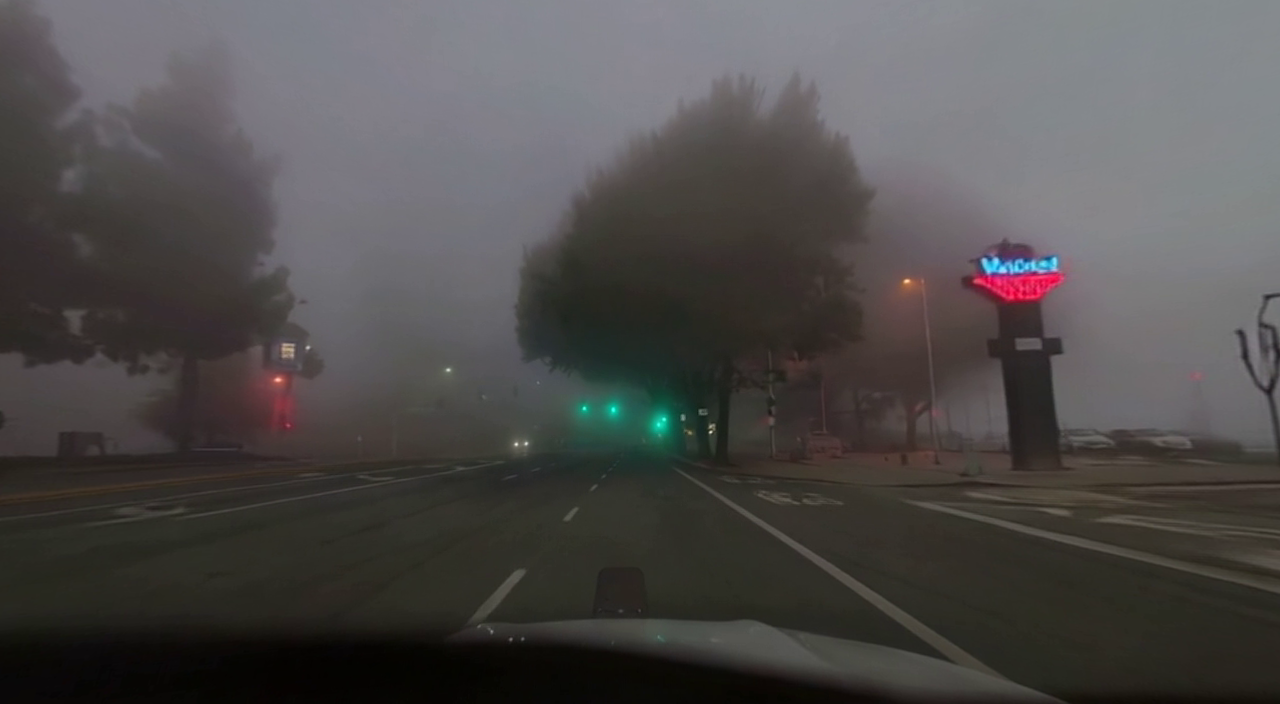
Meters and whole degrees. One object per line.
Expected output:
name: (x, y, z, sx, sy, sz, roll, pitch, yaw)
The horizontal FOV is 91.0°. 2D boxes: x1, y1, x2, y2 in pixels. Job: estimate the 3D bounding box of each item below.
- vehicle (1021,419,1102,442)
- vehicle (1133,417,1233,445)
vehicle: (32.315, 6.048, 48.379, 4.763, 1.725, 2.082, 0, -8, -2)
vehicle: (31.765, 4.641, 36.922, 4.051, 1.611, 1.944, 0, -8, -2)
